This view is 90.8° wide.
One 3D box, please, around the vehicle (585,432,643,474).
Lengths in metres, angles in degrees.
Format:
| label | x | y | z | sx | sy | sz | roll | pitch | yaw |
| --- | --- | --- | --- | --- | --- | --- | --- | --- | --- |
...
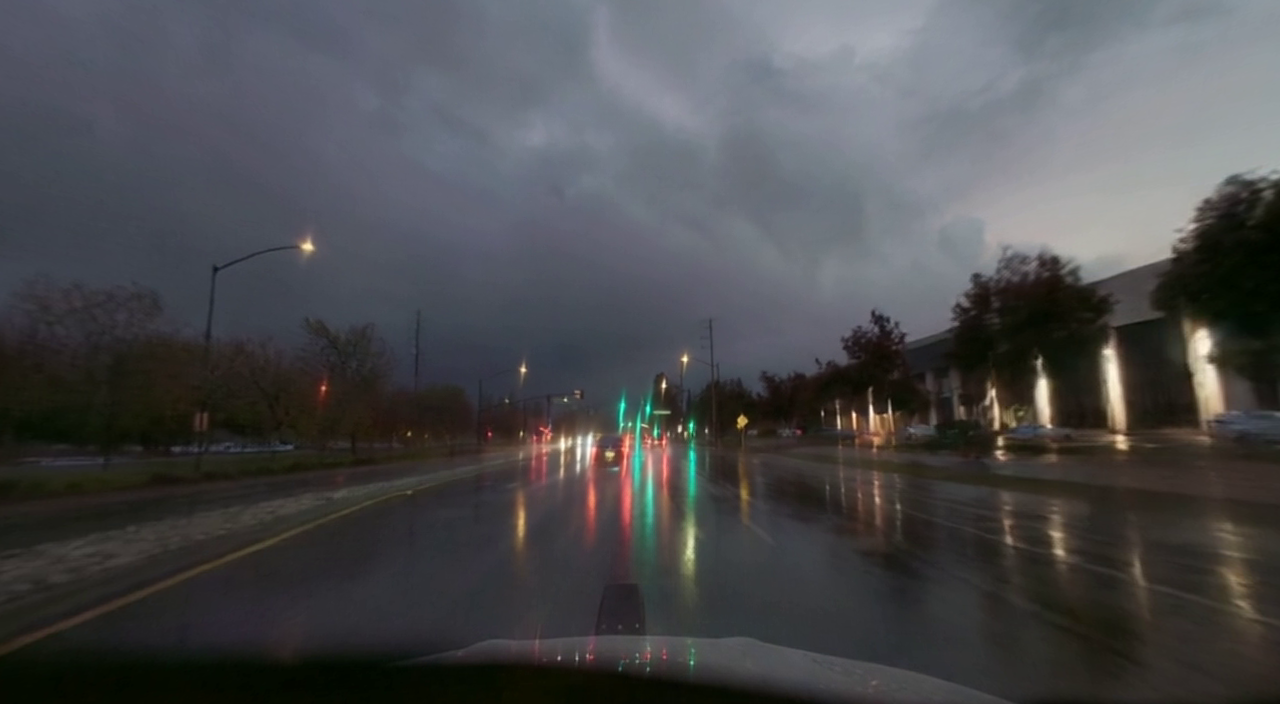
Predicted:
| label | x | y | z | sx | sy | sz | roll | pitch | yaw |
| --- | --- | --- | --- | --- | --- | --- | --- | --- | --- |
| vehicle | -0.943 | 3.863 | 24.420 | 2.075 | 1.470 | 3.962 | 0 | -8 | 0 |
